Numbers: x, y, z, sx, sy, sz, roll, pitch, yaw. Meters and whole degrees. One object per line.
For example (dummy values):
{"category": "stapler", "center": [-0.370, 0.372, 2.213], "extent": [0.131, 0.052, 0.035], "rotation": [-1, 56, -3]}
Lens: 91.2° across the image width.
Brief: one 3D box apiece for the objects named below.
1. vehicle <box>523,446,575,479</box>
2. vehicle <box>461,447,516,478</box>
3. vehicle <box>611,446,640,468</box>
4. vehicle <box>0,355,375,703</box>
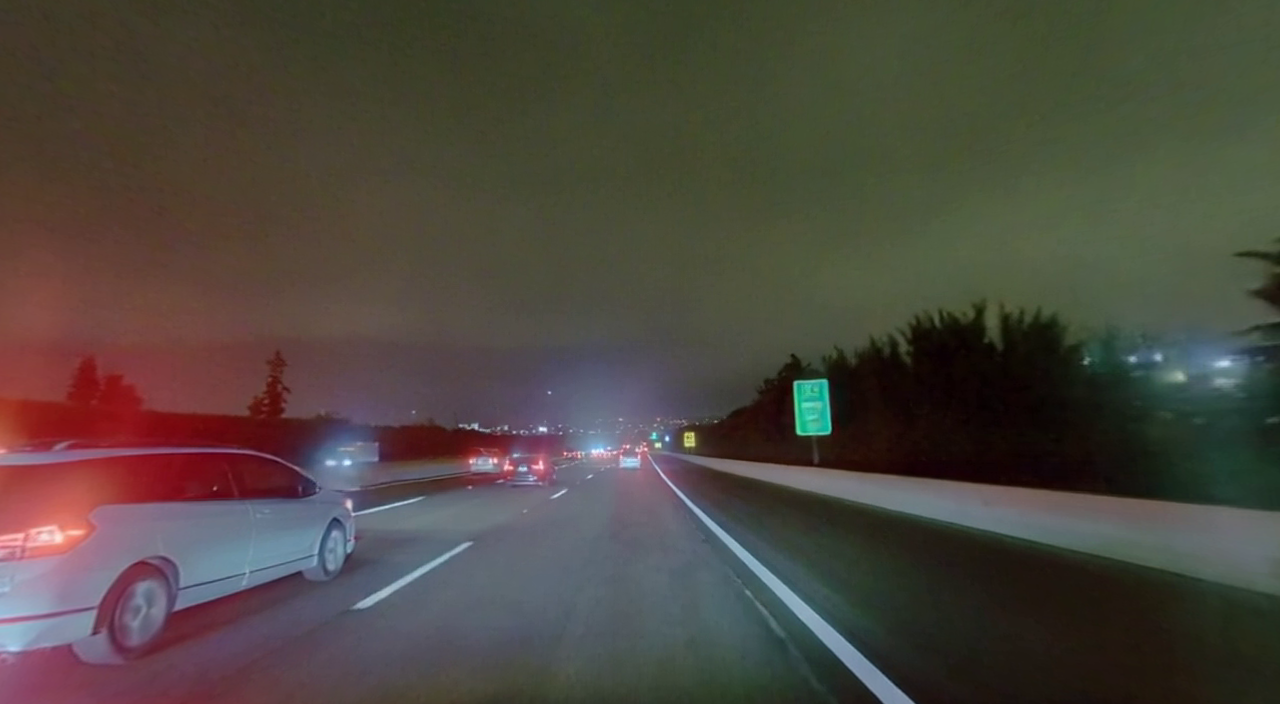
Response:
{"category": "vehicle", "center": [-4.343, 5.351, 30.540], "extent": [1.988, 1.477, 4.118], "rotation": [0, -9, -1]}
{"category": "vehicle", "center": [-7.927, 5.782, 33.125], "extent": [1.936, 1.516, 3.904], "rotation": [0, -9, -1]}
{"category": "vehicle", "center": [-1.057, 7.643, 45.629], "extent": [2.023, 1.479, 3.718], "rotation": [0, -9, 0]}
{"category": "vehicle", "center": [-4.077, 1.211, 4.831], "extent": [2.074, 1.779, 4.588], "rotation": [0, -9, -1]}
